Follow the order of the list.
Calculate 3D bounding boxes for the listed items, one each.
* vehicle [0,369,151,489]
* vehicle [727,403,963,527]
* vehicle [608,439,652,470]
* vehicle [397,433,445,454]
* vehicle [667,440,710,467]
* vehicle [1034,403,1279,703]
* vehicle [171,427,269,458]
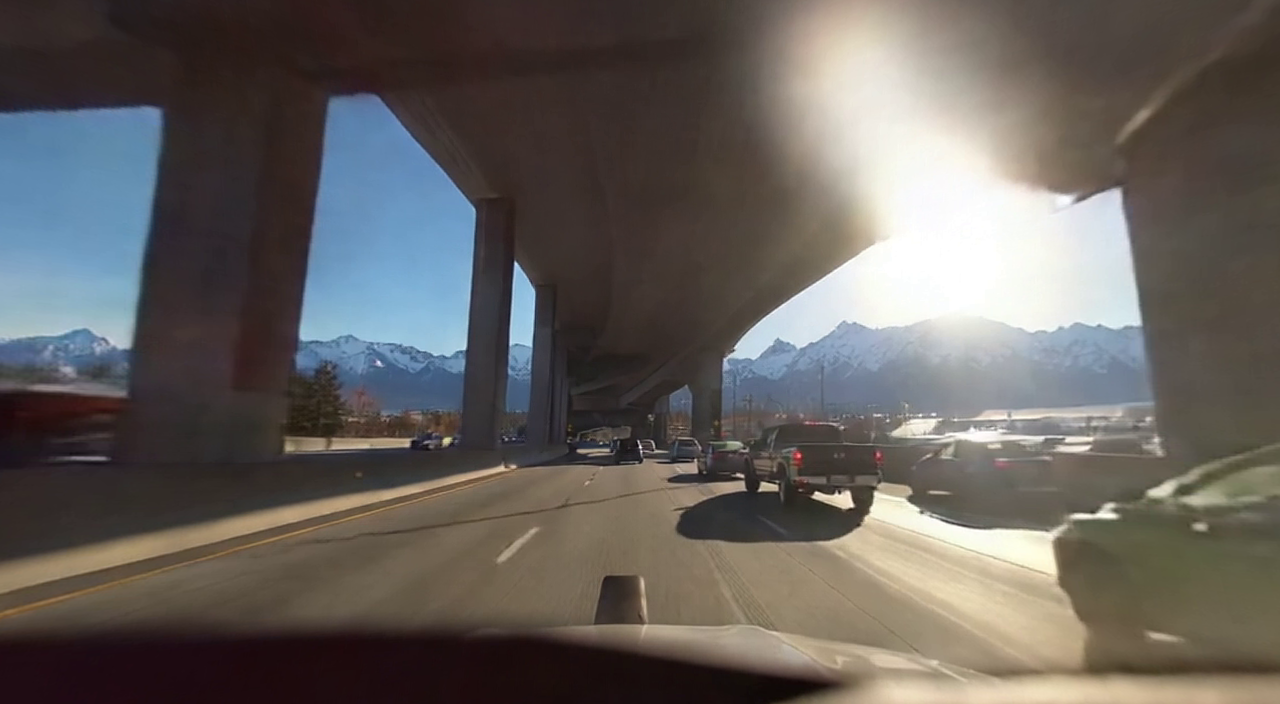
[{"bbox_3d":[-10.943,1.275,10.323,2.118,1.831,4.729,0,-8,-1],"label":"vehicle"},{"bbox_3d":[3.933,2.407,14.150,2.747,2.061,7.011,0,-8,-2],"label":"vehicle"},{"bbox_3d":[-0.570,5.517,34.287,2.266,1.549,3.978,0,-8,-1],"label":"vehicle"},{"bbox_3d":[-16.242,6.846,47.099,1.974,1.493,4.796,0,-8,-2],"label":"vehicle"},{"bbox_3d":[2.923,6.251,39.090,2.057,1.517,4.538,0,-8,-3],"label":"vehicle"},{"bbox_3d":[3.907,0.863,2.043,2.048,1.497,4.952,0,-8,0],"label":"vehicle"},{"bbox_3d":[-21.550,4.688,32.722,1.899,1.489,4.952,0,-8,-3],"label":"vehicle"}]
